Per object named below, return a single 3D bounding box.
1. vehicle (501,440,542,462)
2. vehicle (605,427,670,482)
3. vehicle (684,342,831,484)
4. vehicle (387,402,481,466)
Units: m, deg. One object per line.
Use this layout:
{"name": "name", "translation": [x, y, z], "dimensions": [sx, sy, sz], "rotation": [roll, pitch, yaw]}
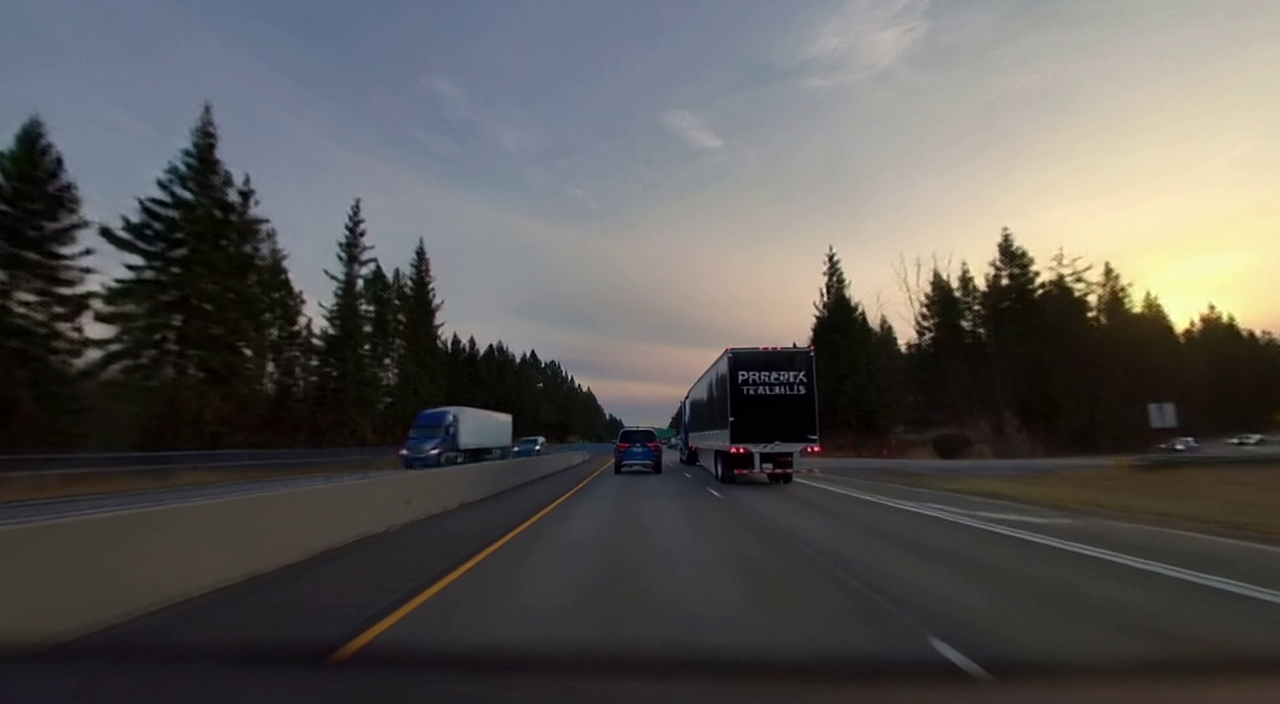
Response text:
{"name": "vehicle", "translation": [-8.872, 7.450, 47.591], "dimensions": [2.117, 1.493, 4.774], "rotation": [0, -8, 1]}
{"name": "vehicle", "translation": [-0.097, 3.846, 23.910], "dimensions": [2.222, 1.848, 4.610], "rotation": [0, -8, 0]}
{"name": "vehicle", "translation": [4.016, 2.997, 26.769], "dimensions": [2.899, 4.160, 16.621], "rotation": [0, -9, -1]}
{"name": "vehicle", "translation": [-13.423, 5.531, 42.080], "dimensions": [3.042, 3.762, 9.032], "rotation": [0, -8, 1]}
